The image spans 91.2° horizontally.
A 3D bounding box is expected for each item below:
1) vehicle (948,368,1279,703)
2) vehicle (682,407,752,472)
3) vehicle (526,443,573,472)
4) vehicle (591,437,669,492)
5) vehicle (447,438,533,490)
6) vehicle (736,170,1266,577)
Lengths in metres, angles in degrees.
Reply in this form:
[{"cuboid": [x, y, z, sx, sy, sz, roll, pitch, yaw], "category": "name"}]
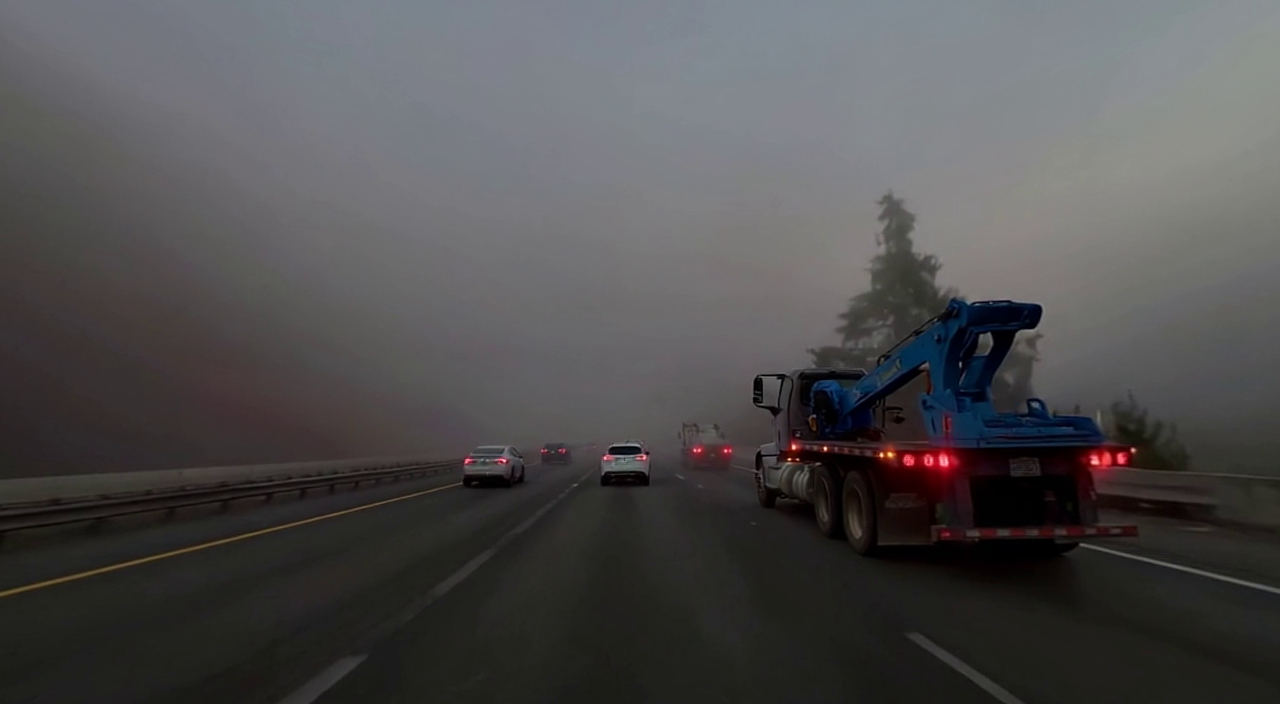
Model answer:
[{"cuboid": [3.903, 0.837, 2.235, 2.599, 1.631, 5.693, 0, -9, -2], "category": "vehicle"}, {"cuboid": [3.619, 4.379, 30.978, 2.416, 2.829, 7.016, 0, -9, -1], "category": "vehicle"}, {"cuboid": [-4.898, 5.775, 34.564, 1.924, 1.481, 4.264, 0, -9, 1], "category": "vehicle"}, {"cuboid": [-0.325, 3.406, 19.263, 2.150, 1.498, 3.988, 0, -9, -1], "category": "vehicle"}, {"cuboid": [-4.837, 3.673, 20.784, 1.858, 1.527, 3.974, 0, -9, 0], "category": "vehicle"}, {"cuboid": [3.738, 0.742, 9.730, 2.975, 3.618, 8.456, 0, -9, -1], "category": "vehicle"}]
